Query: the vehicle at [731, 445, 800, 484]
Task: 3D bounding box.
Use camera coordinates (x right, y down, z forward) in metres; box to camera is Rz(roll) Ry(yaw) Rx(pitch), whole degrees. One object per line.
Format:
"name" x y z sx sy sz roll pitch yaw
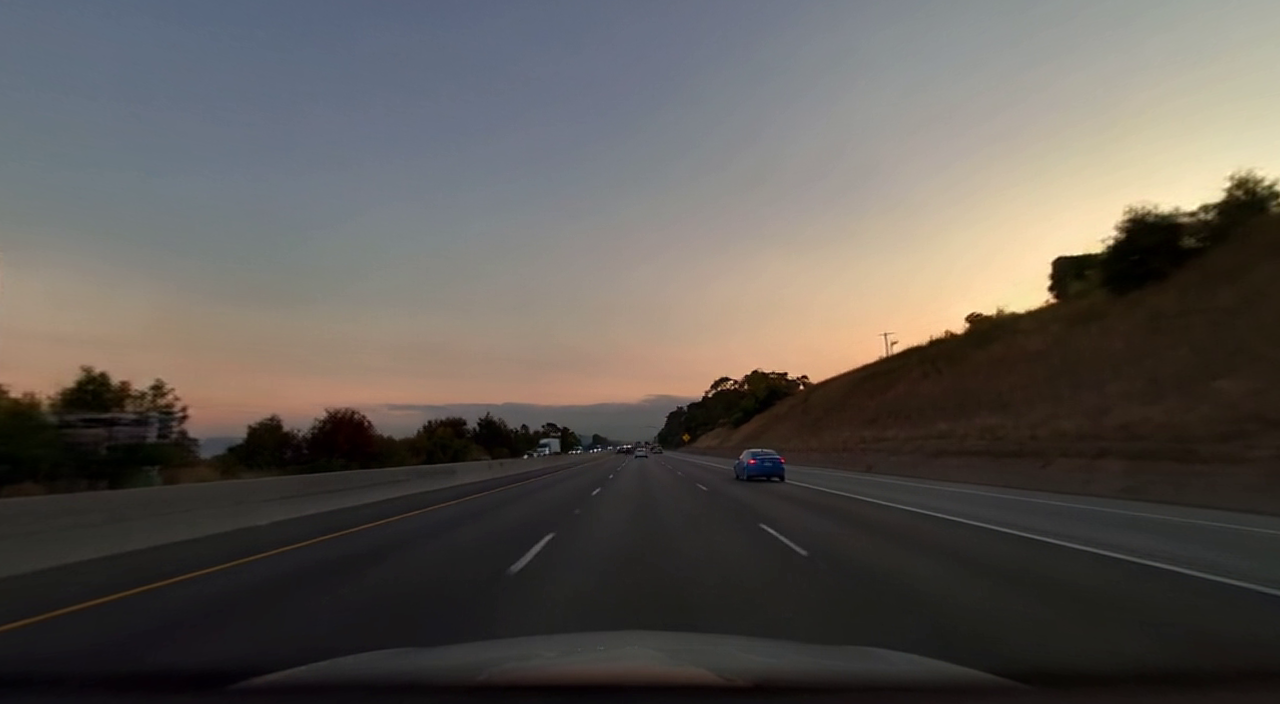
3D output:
"vehicle" 5.090 4.612 26.114 1.967 1.472 3.751 0 -9 -2
